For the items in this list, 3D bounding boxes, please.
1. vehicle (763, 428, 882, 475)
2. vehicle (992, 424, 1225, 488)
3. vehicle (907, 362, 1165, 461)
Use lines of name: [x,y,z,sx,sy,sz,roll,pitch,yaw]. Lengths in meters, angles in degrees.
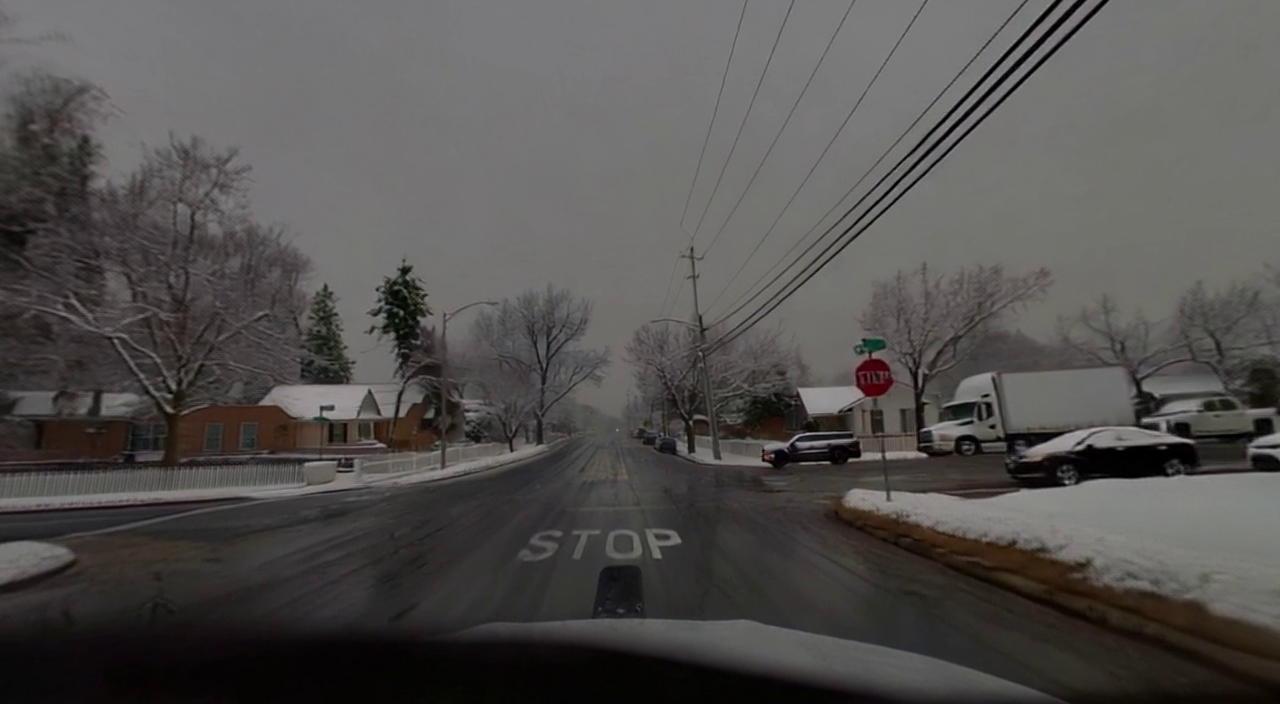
vehicle: [6.933,3.837,24.372,3.867,1.710,2.107,0,-9,-2]
vehicle: [11.925,2.658,16.307,4.488,1.507,1.954,0,-9,-3]
vehicle: [14.903,2.351,24.304,7.759,3.523,2.930,0,-9,0]
